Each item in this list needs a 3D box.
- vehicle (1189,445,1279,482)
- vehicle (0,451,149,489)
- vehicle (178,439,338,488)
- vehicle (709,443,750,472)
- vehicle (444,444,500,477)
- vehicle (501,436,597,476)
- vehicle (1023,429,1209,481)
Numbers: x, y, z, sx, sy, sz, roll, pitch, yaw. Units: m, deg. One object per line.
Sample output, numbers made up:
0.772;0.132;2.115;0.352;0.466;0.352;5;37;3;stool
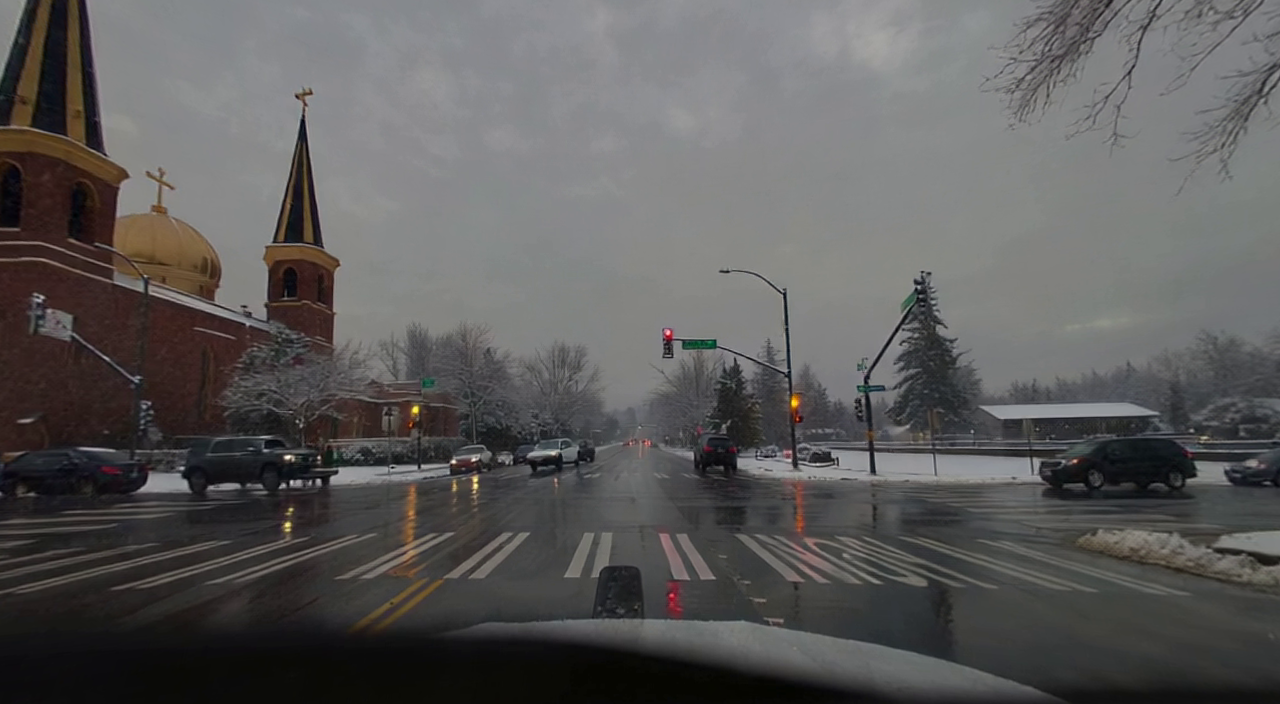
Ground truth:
26.335;4.671;26.667;4.561;1.475;1.850;0;-8;0;vehicle
-23.386;4.888;26.209;4.479;1.476;1.873;0;-8;2;vehicle
-14.069;4.110;23.517;4.567;1.724;2.051;0;-8;-1;vehicle
5.820;6.859;41.480;1.969;1.776;4.329;0;-8;-2;vehicle
-10.244;6.613;38.923;2.076;1.876;4.669;0;-8;1;vehicle
-4.135;4.854;29.706;2.223;1.692;4.688;-4;-9;25;vehicle
19.832;4.317;26.575;5.852;2.057;2.361;0;-8;1;vehicle
